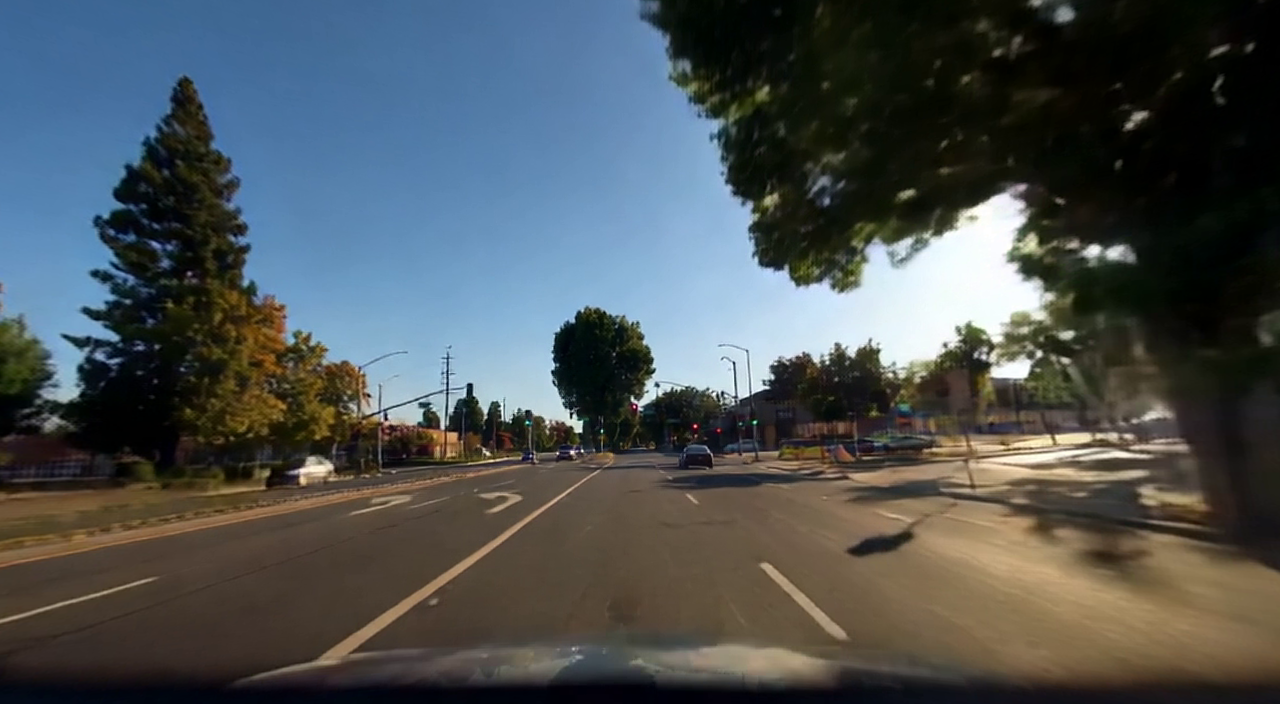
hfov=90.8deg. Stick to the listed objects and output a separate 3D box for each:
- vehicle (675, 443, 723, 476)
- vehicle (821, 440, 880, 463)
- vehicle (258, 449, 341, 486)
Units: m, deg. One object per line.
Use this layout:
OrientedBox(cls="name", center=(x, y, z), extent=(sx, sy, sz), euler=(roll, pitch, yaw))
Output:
OrientedBox(cls="vehicle", center=(2.998, 5.542, 32.787), extent=(1.961, 1.580, 4.020), euler=(0, -9, -2))
OrientedBox(cls="vehicle", center=(14.674, 6.924, 44.041), extent=(3.552, 1.484, 1.883), euler=(5, -10, -29))
OrientedBox(cls="vehicle", center=(-18.703, 6.328, 34.984), extent=(2.026, 1.885, 4.539), euler=(0, -9, 0))
